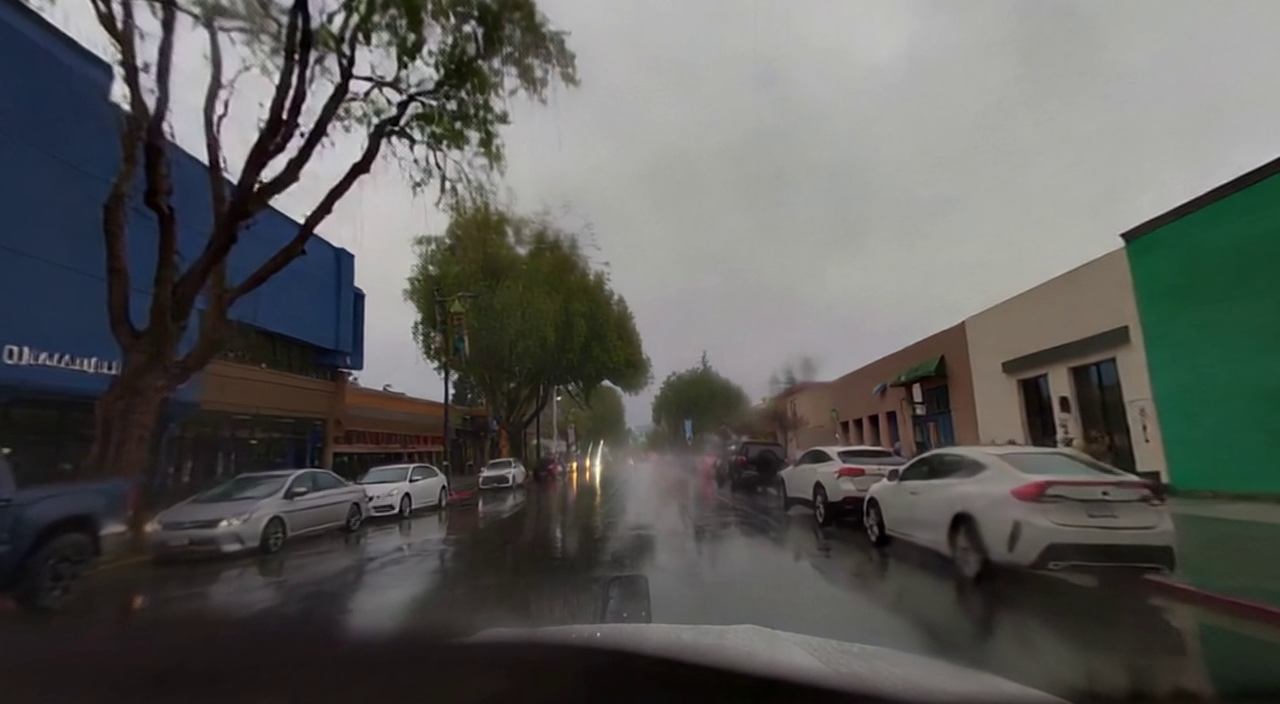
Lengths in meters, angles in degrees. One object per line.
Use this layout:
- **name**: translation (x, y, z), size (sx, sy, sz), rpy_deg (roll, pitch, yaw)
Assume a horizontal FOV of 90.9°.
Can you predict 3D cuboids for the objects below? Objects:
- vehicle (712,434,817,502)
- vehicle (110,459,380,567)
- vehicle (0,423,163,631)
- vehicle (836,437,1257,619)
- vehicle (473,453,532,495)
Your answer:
- **vehicle**: translation (4.030, 3.885, 21.592), size (2.390, 2.005, 5.276), rpy_deg (0, -9, -1)
- **vehicle**: translation (-7.117, 2.897, 12.198), size (2.001, 1.502, 4.851), rpy_deg (-1, -8, 1)
- **vehicle**: translation (-7.000, 1.591, 5.438), size (2.238, 1.891, 4.780), rpy_deg (-1, -7, -4)
- **vehicle**: translation (4.192, 1.854, 7.800), size (1.973, 1.494, 4.867), rpy_deg (0, -9, 0)
- **vehicle**: translation (-6.808, 6.062, 31.824), size (1.996, 1.770, 5.518), rpy_deg (-1, -8, -2)
